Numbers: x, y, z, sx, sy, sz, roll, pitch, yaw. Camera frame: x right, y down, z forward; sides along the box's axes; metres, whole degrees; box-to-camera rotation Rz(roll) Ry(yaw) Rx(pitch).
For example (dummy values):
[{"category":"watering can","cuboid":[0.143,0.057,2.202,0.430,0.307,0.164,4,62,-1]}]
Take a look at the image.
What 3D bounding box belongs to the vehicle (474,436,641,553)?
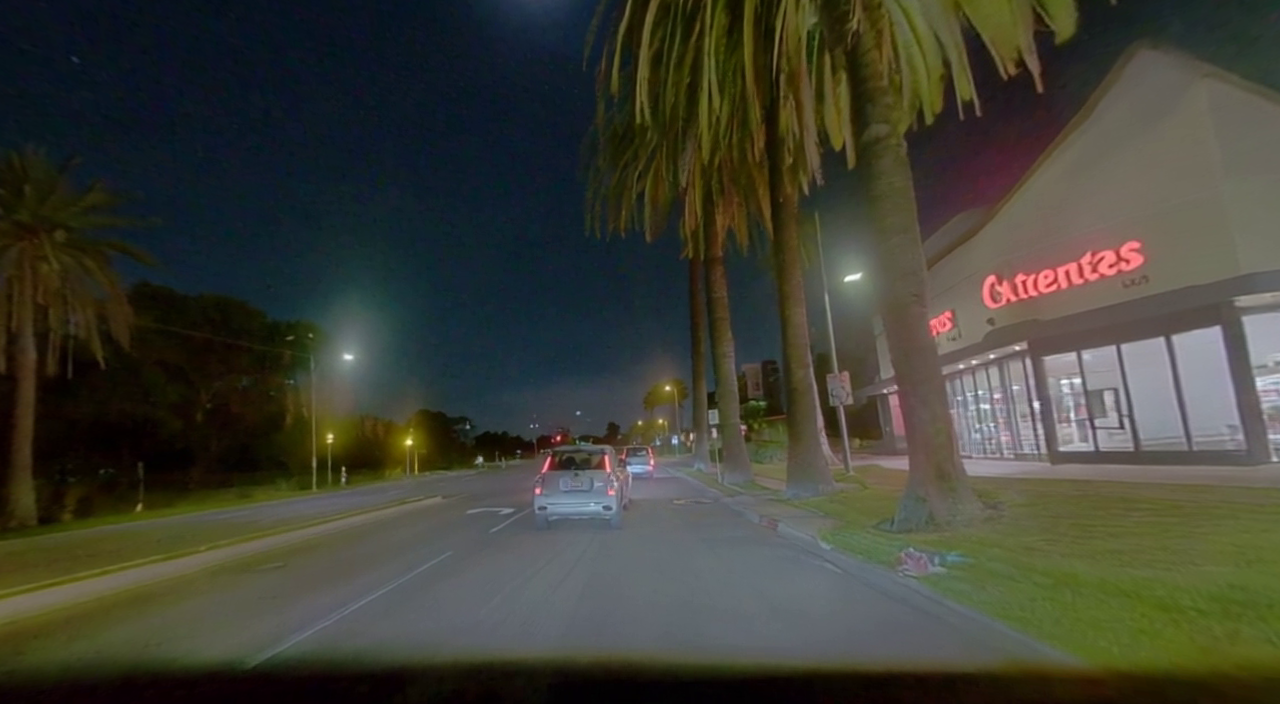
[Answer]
[{"category":"vehicle","cuboid":[-1.079,2.157,10.299,2.169,1.495,4.048,0,-8,0]}]
